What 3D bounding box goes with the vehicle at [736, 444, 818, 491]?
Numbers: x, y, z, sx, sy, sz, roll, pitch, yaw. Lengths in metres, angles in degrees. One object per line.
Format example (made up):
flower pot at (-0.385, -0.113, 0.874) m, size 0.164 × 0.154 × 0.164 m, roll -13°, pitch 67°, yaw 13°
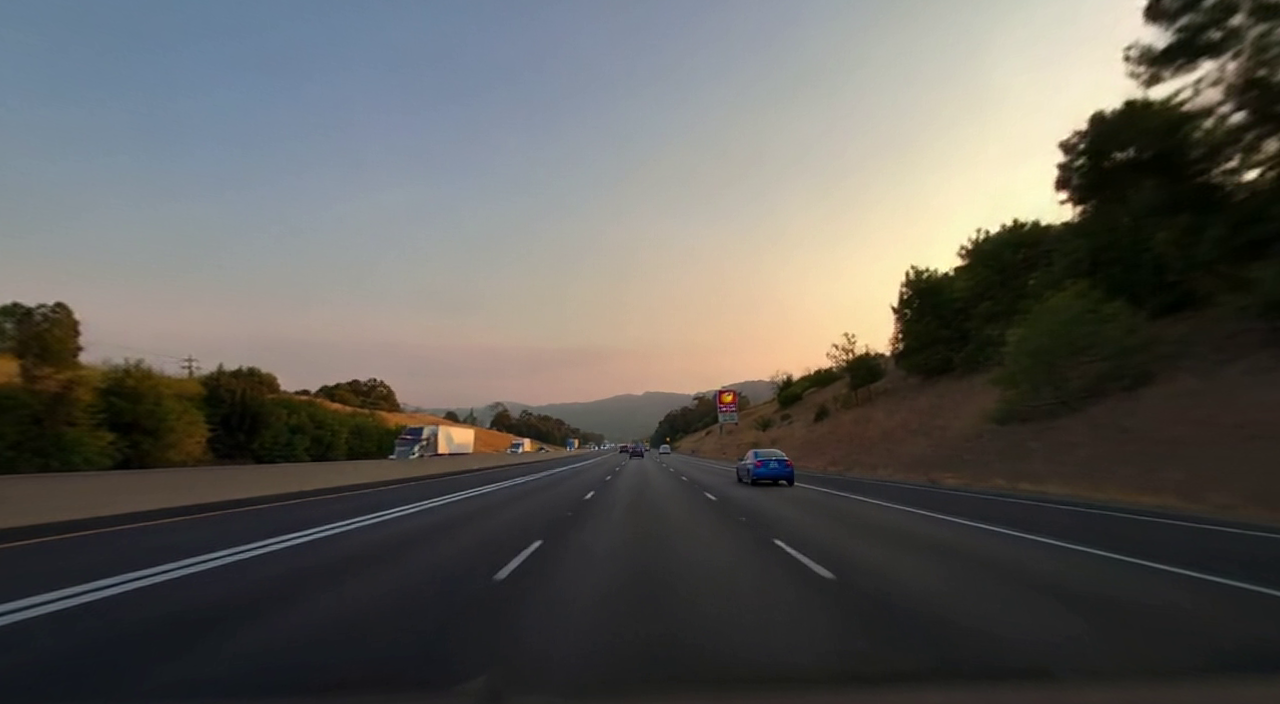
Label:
vehicle at (4.719, 4.023, 22.307) m, size 1.967 × 1.472 × 3.751 m, roll 0°, pitch -9°, yaw -2°
